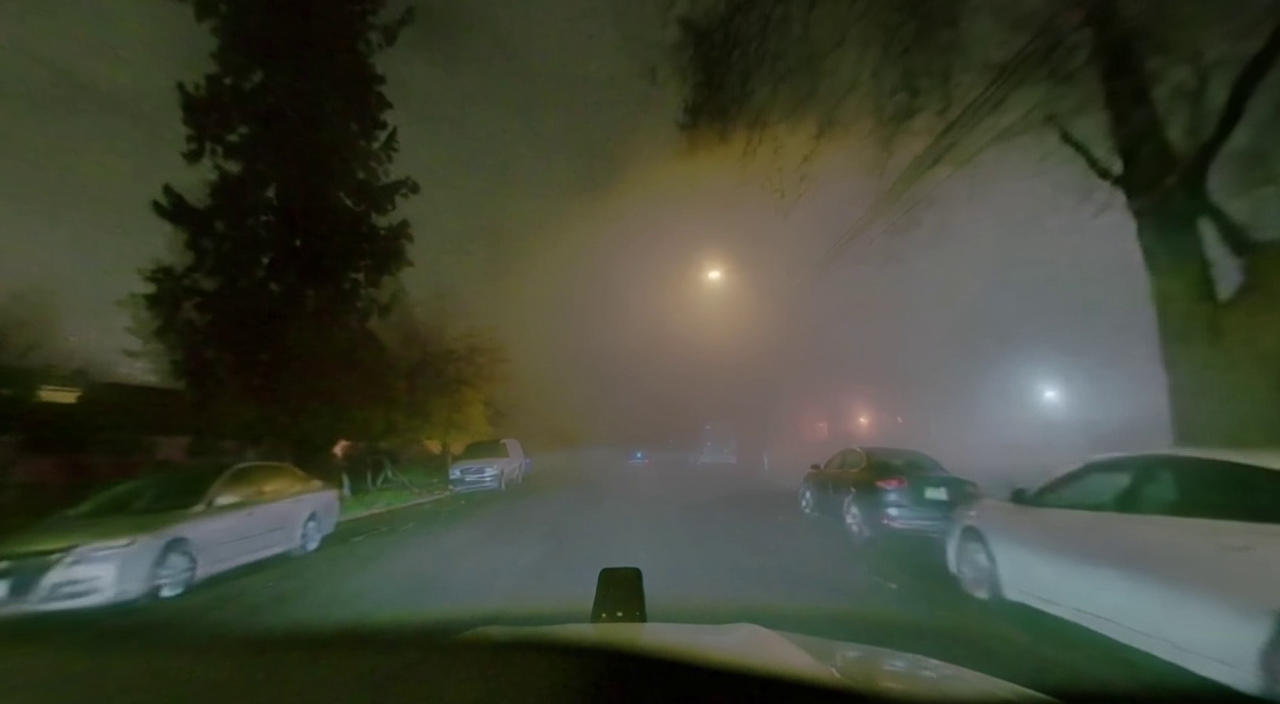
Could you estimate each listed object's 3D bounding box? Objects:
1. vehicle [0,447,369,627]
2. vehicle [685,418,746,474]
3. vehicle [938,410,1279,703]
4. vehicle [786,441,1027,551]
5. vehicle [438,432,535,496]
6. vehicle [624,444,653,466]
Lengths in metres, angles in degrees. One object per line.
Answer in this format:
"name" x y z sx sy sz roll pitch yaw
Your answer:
"vehicle" -6.015 2.203 8.830 2.094 1.433 5.740 -3 -7 -2
"vehicle" 3.973 5.150 34.672 2.384 2.791 5.899 0 -9 -2
"vehicle" 4.016 1.162 3.600 2.144 1.572 5.026 0 -9 0
"vehicle" 3.983 2.195 10.444 1.879 1.395 4.374 0 -8 -3
"vehicle" -5.951 4.345 25.397 2.284 2.119 5.984 -3 -7 1
"vehicle" -0.155 7.738 47.688 2.062 1.509 4.305 0 -8 -1
